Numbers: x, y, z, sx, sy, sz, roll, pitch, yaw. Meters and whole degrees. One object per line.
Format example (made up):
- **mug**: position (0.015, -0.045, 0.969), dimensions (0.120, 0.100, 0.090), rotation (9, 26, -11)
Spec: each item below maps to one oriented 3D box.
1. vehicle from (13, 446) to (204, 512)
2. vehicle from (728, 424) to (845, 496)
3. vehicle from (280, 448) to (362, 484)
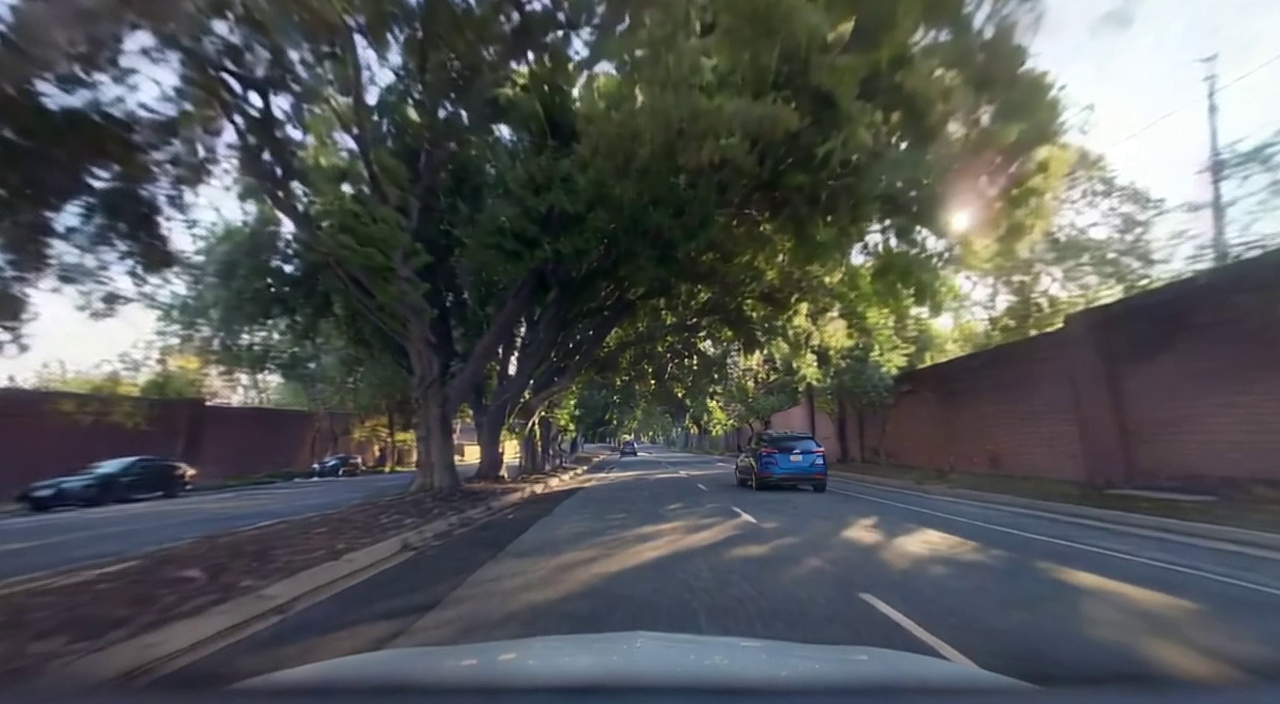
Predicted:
- **vehicle**: position (-17.535, 4.143, 21.313), dimensions (2.075, 1.909, 5.064), rotation (0, -8, -1)
- **vehicle**: position (3.970, 3.025, 18.010), dimensions (2.155, 1.752, 4.456), rotation (0, -8, -1)
- **vehicle**: position (-17.161, 6.120, 34.310), dimensions (1.983, 1.786, 4.756), rotation (-1, -8, 0)
